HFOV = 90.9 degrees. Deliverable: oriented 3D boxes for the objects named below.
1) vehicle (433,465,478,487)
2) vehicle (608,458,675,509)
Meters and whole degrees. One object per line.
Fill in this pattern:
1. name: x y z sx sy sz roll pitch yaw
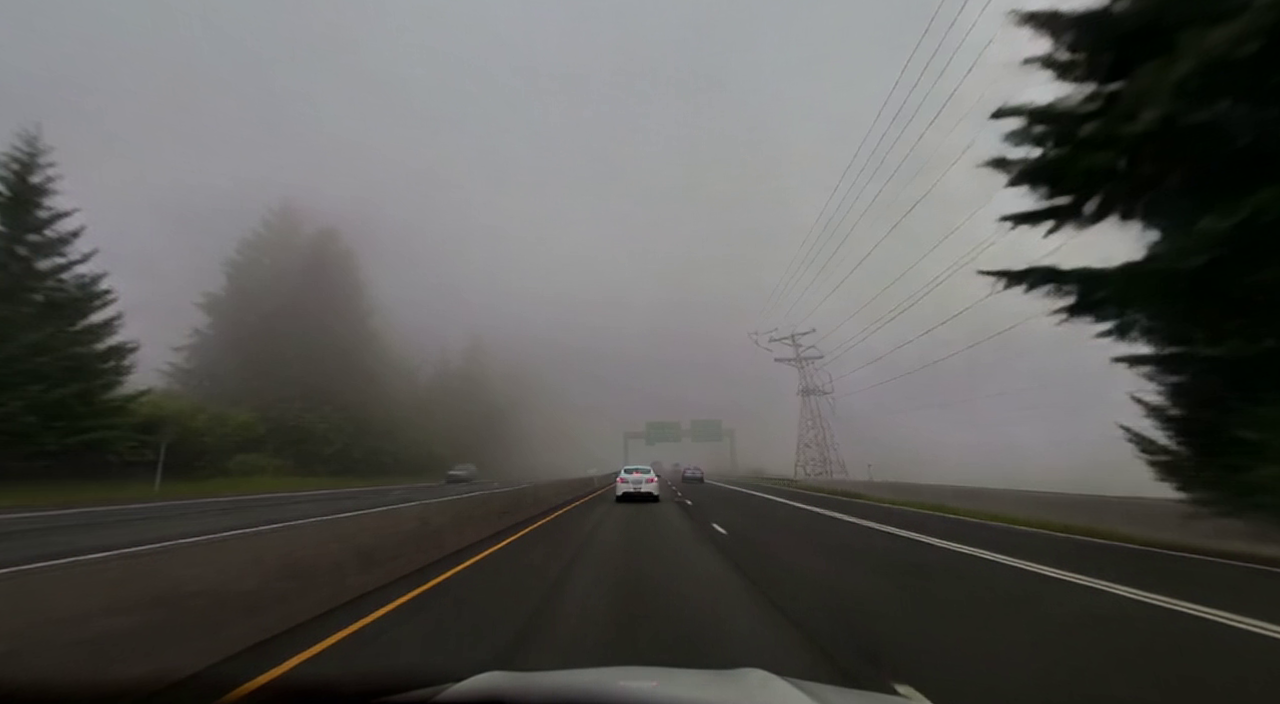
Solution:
1. vehicle: -14.024 9.437 48.139 1.960 1.570 4.196 0 -10 2
2. vehicle: 0.034 4.286 20.805 1.987 1.480 3.786 1 -10 0
